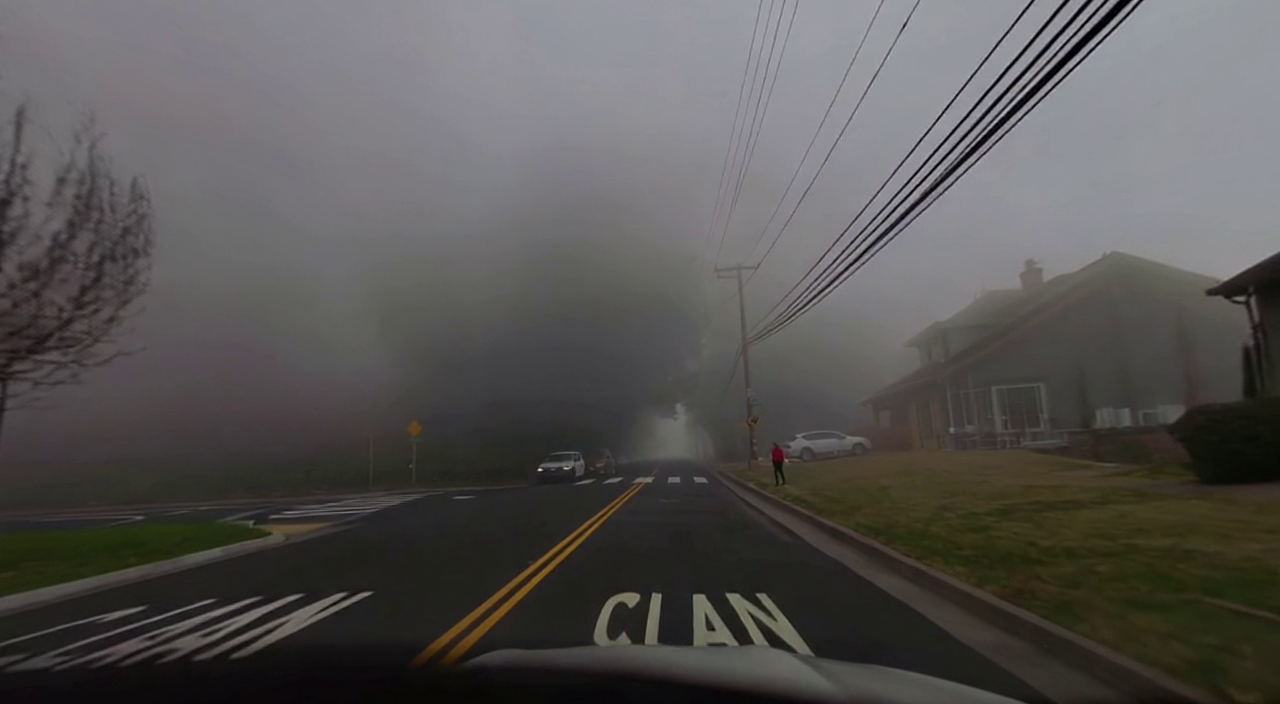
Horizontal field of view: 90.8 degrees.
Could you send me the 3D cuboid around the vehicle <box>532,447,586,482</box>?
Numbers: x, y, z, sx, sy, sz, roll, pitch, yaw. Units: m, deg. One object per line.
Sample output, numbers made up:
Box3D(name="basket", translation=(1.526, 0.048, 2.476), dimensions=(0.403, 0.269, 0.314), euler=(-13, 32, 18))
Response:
Box3D(name="vehicle", translation=(-4.432, 6.289, 35.540), dimensions=(2.203, 1.787, 4.704), euler=(-1, -8, 3))
